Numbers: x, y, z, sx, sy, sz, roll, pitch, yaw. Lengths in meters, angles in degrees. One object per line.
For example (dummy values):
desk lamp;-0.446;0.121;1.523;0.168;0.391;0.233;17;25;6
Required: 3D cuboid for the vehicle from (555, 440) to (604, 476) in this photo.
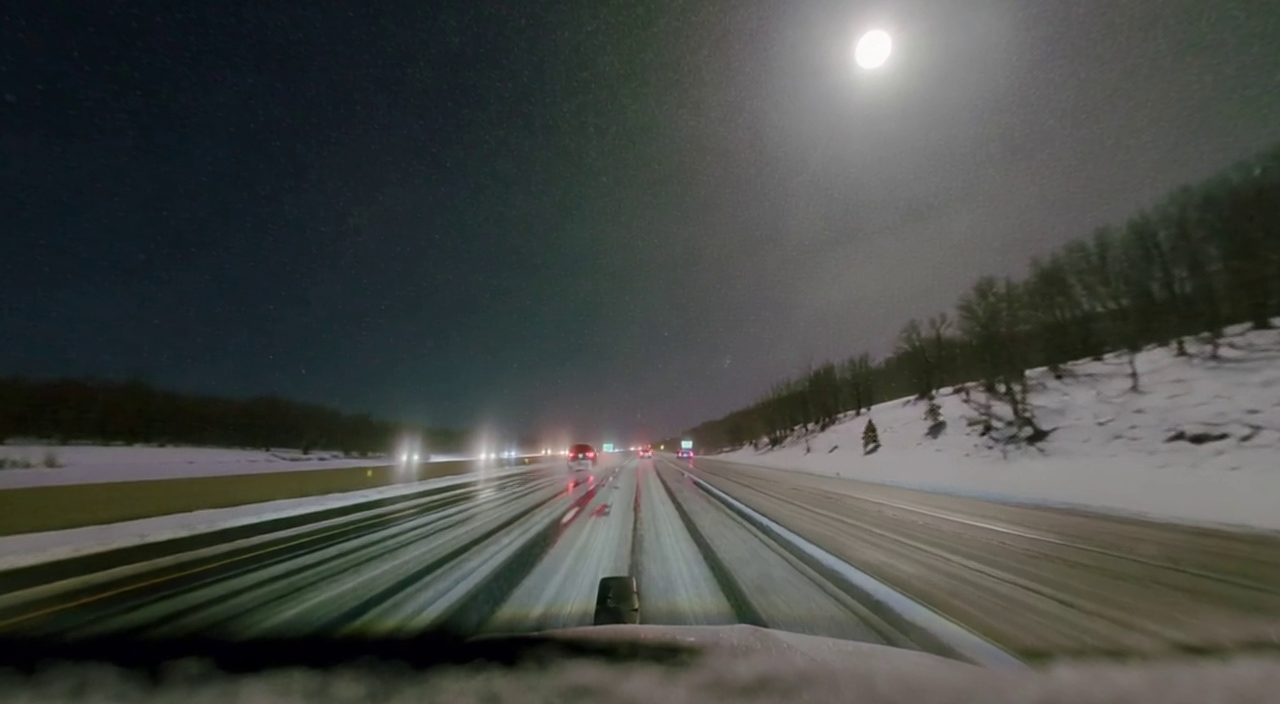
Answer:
vehicle;-3.066;5.499;32.818;2.070;1.707;4.309;0;-9;1
